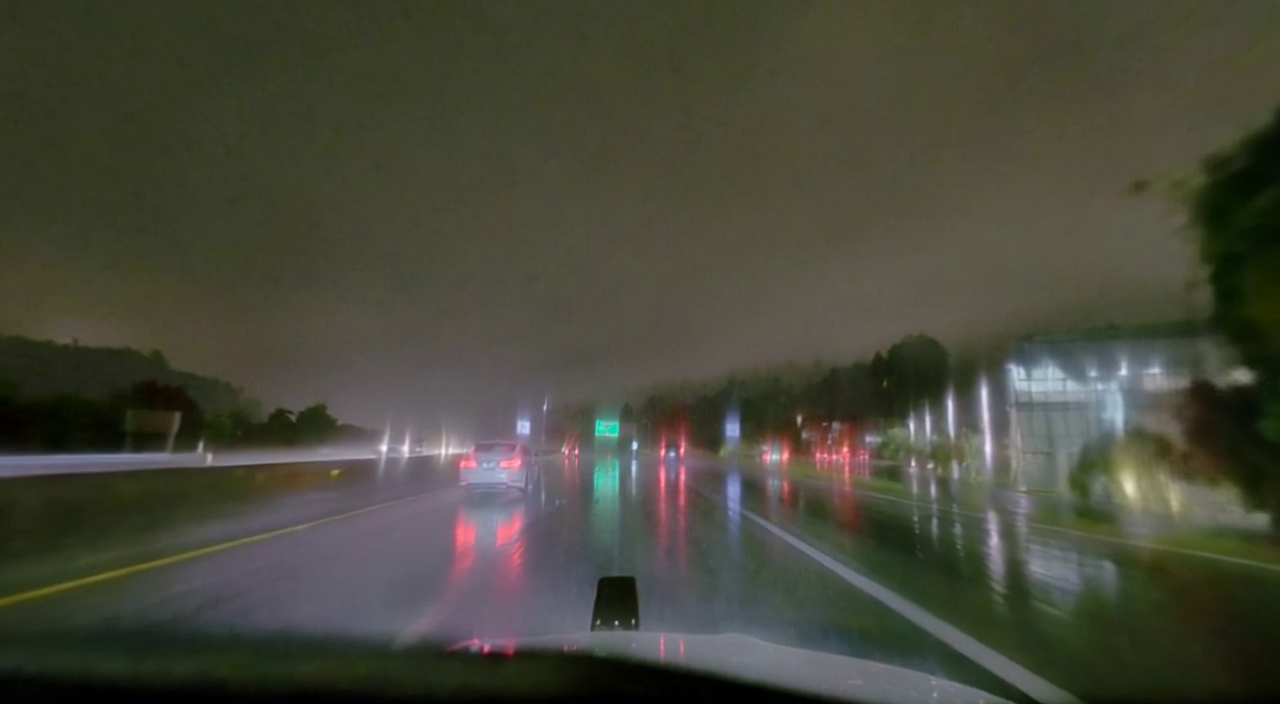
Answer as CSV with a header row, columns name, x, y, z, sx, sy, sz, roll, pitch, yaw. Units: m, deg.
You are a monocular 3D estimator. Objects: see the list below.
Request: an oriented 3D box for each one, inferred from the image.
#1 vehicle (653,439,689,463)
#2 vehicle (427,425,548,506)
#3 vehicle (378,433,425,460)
name,x,y,z,sx,sy,sz,roll,pitch,yaw
vehicle,2.184,7.155,45.522,2.078,1.608,3.982,0,-8,-6
vehicle,-3.651,2.806,16.010,2.080,1.733,4.410,0,-8,-1
vehicle,-18.578,7.359,49.228,2.115,1.986,4.769,0,-8,-4
